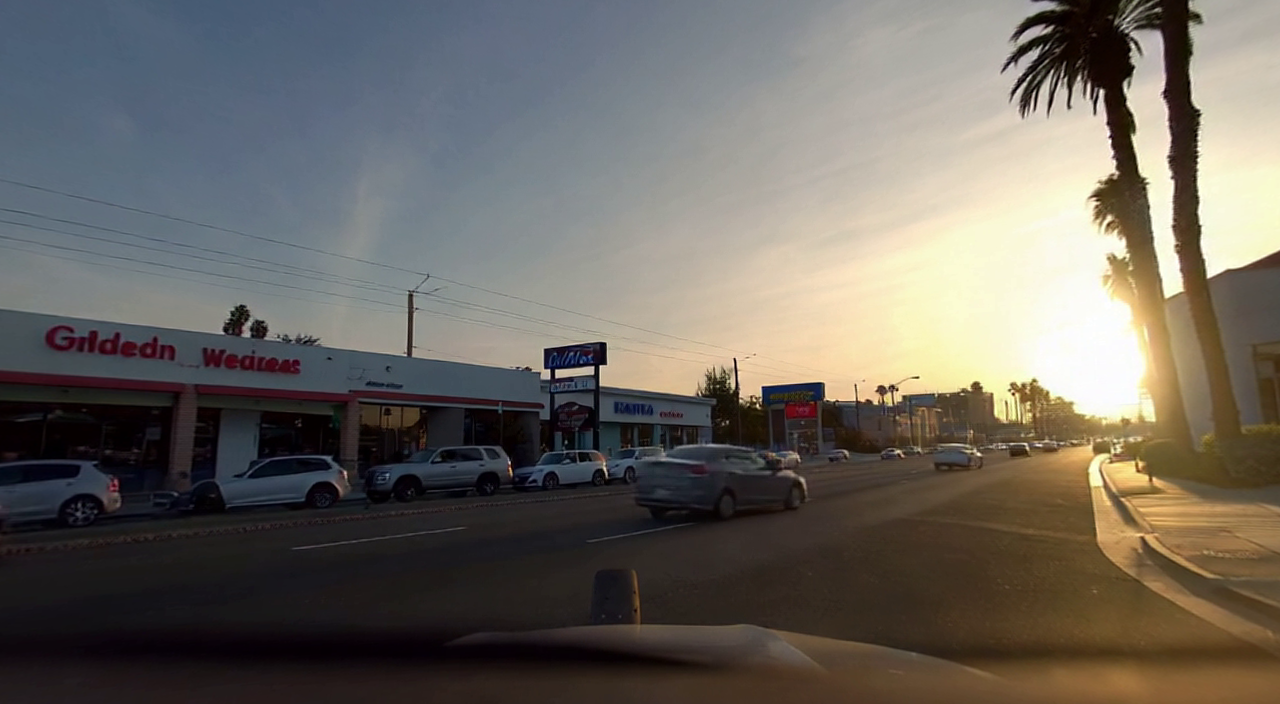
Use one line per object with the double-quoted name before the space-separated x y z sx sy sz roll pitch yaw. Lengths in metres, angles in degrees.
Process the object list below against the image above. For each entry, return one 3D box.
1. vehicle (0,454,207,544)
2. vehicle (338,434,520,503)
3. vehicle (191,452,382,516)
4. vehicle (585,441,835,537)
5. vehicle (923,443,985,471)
"vehicle" -11.431 2.739 12.024 1.854 1.482 4.756 -6 -11 37
"vehicle" -6.152 3.590 19.006 1.989 1.792 4.884 -9 -15 36
"vehicle" -10.564 3.887 19.151 1.900 1.615 4.573 -6 -11 37
"vehicle" 1.533 2.487 12.235 4.918 1.461 2.139 8 -12 -43
"vehicle" 18.702 6.165 37.318 2.232 1.513 5.090 -6 -11 37
